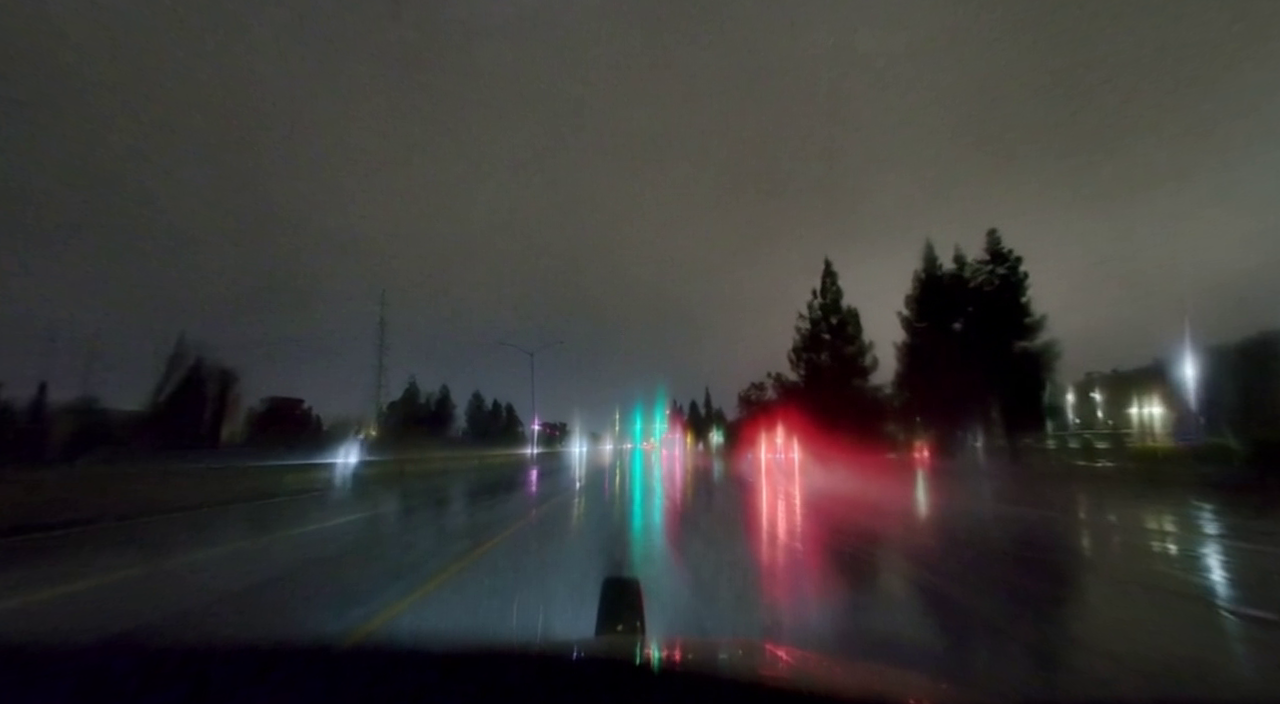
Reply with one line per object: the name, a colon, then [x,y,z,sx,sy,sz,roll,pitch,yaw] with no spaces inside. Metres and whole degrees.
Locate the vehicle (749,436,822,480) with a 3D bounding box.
vehicle: [6.311,4.641,27.892,2.096,1.767,4.601,0,-9,0]
